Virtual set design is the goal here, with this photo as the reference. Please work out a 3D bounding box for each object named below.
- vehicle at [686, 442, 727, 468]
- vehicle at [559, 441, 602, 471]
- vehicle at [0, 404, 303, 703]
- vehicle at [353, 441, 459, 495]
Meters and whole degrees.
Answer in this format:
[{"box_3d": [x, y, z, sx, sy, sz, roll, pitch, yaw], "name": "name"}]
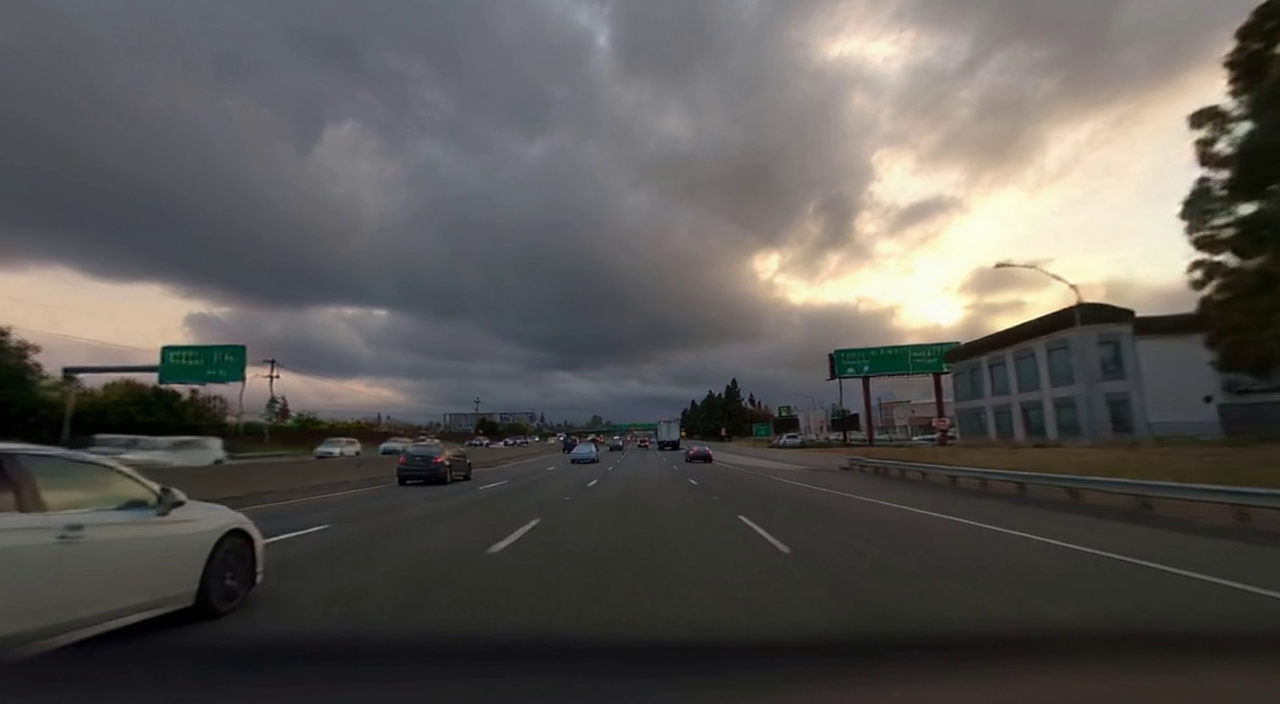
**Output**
[{"box_3d": [4.167, 6.598, 40.402, 2.135, 1.532, 4.506, 0, -9, 0], "name": "vehicle"}, {"box_3d": [-3.341, 5.990, 36.274, 2.001, 1.577, 4.055, 0, -9, 1], "name": "vehicle"}, {"box_3d": [-3.797, 1.017, 2.945, 2.008, 1.504, 4.264, 0, -9, 1], "name": "vehicle"}, {"box_3d": [-7.210, 3.613, 19.811, 1.865, 1.518, 3.620, 0, -9, 1], "name": "vehicle"}]
